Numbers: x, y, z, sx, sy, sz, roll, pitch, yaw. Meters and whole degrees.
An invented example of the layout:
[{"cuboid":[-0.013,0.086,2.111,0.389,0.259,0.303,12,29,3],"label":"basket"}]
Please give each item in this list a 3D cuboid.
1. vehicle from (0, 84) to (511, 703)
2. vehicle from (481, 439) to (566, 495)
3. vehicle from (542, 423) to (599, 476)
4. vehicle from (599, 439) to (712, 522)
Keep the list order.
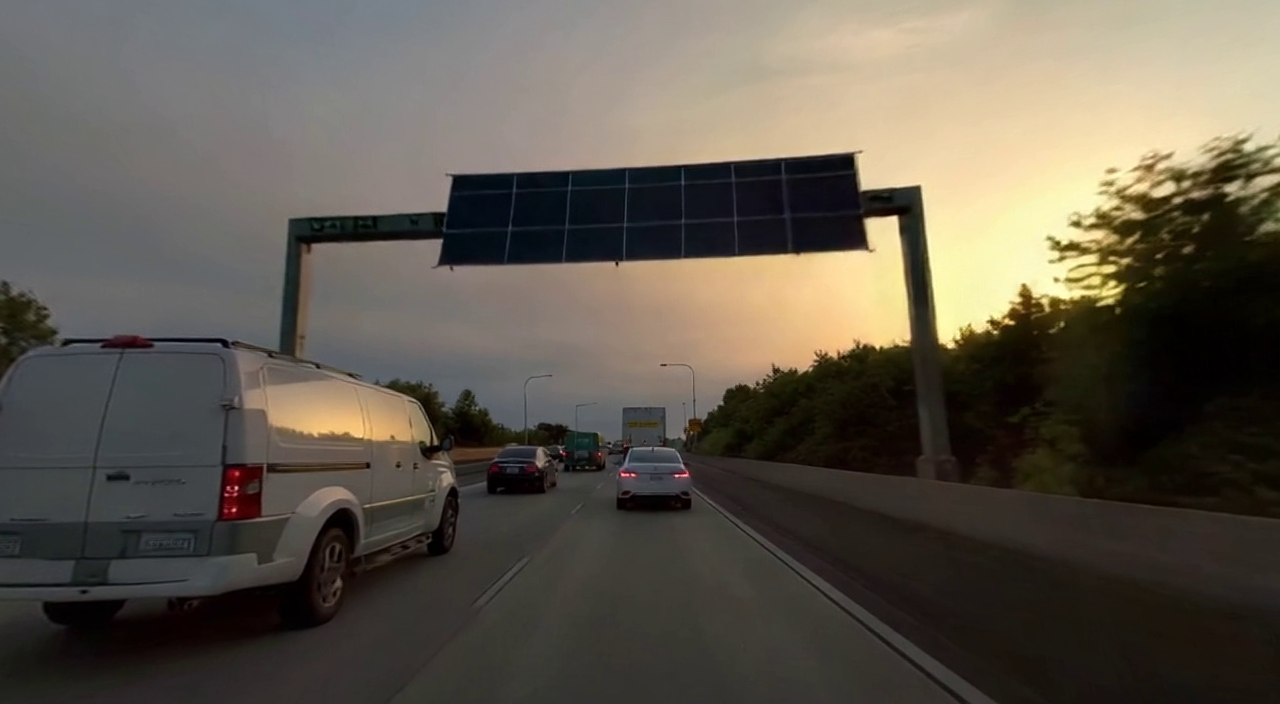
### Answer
[{"cuboid":[-2.998,0.849,5.542,2.289,2.757,6.726,0,-9,0],"label":"vehicle"},{"cuboid":[-3.650,3.687,20.506,1.963,1.627,3.849,0,-9,1],"label":"vehicle"},{"cuboid":[-3.658,5.316,34.418,2.290,2.613,5.975,0,-9,1],"label":"vehicle"},{"cuboid":[0.266,2.637,13.414,2.063,1.507,3.488,0,-9,-1],"label":"vehicle"}]
